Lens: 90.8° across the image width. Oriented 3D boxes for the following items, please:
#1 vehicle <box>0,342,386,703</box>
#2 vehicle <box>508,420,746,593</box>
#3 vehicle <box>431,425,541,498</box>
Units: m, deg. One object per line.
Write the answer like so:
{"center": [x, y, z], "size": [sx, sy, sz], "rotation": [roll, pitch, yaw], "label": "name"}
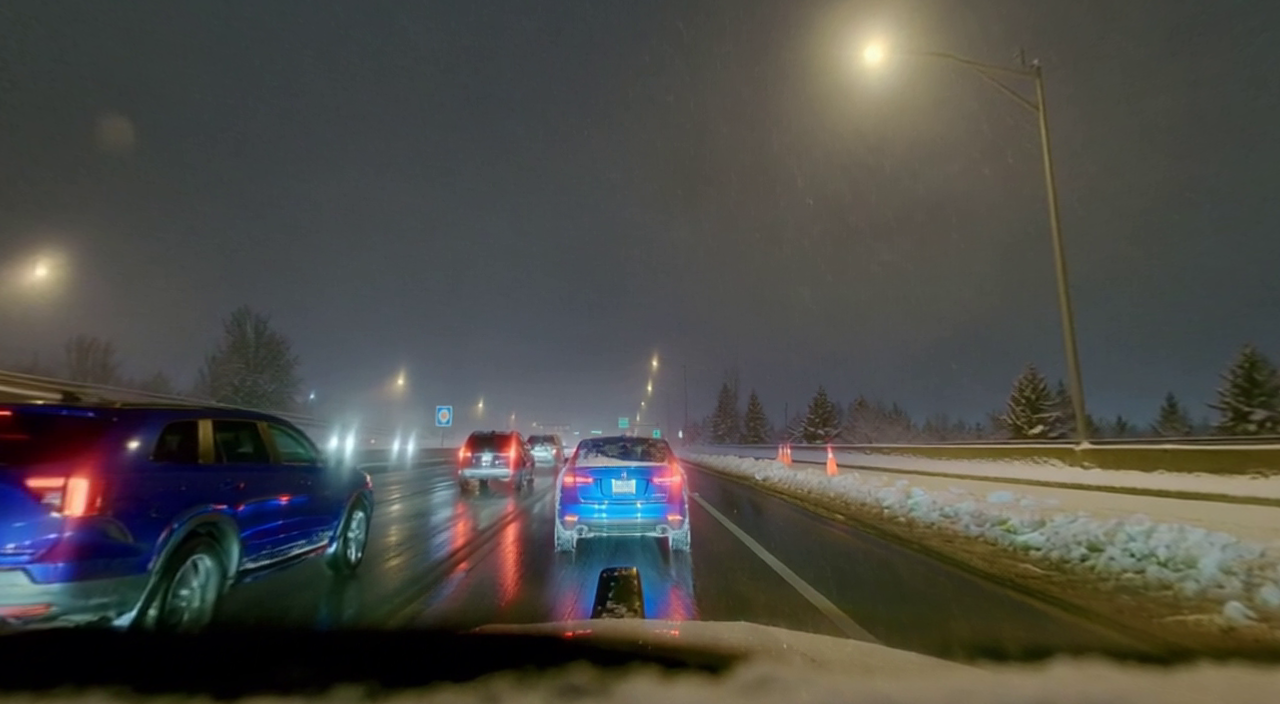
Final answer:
{"center": [-3.667, 1.103, 4.563], "size": [2.025, 1.708, 4.089], "rotation": [0, -9, -2], "label": "vehicle"}
{"center": [-0.194, 1.648, 7.575], "size": [2.069, 1.484, 3.982], "rotation": [0, -9, -2], "label": "vehicle"}
{"center": [-3.975, 2.904, 17.091], "size": [1.982, 1.727, 4.057], "rotation": [0, -9, -1], "label": "vehicle"}
